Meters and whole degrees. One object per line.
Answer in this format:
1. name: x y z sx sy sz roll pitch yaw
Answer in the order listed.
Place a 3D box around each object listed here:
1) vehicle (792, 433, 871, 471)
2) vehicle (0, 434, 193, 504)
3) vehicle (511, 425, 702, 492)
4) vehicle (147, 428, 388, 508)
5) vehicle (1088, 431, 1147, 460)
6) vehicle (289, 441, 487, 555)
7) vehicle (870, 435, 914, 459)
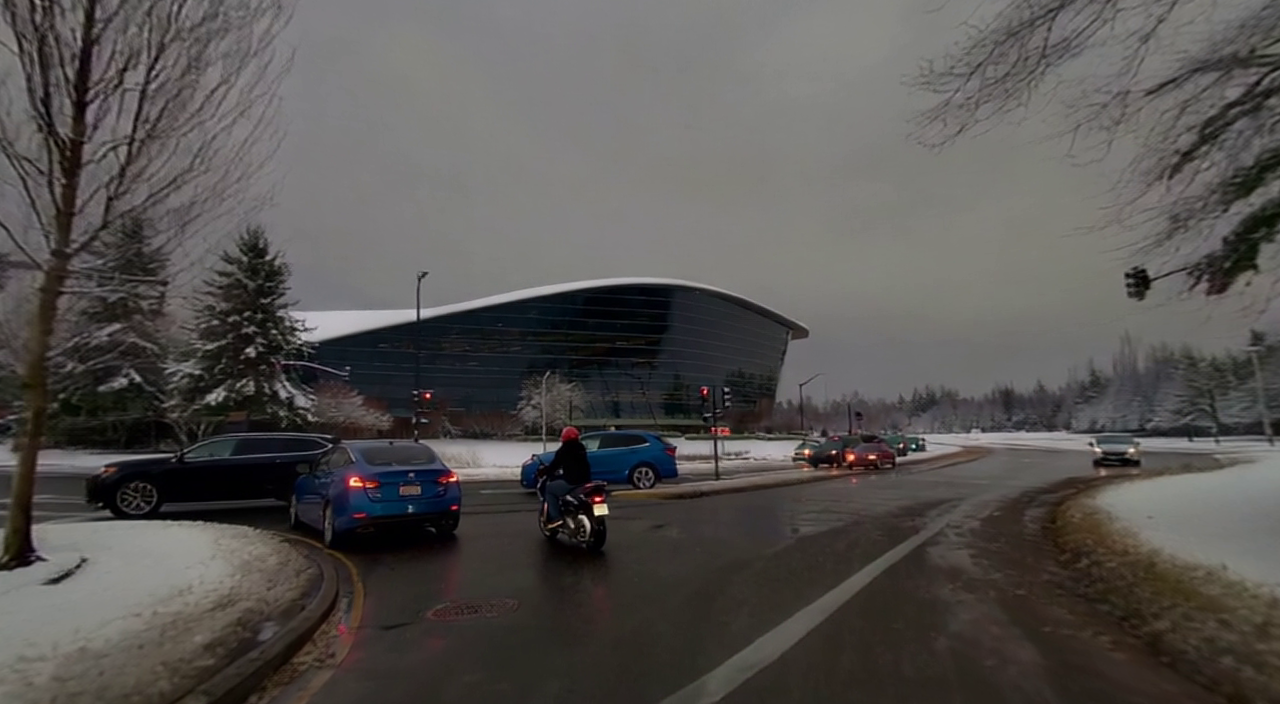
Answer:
1. vehicle: 9.273 4.788 30.334 2.084 1.656 4.583 -7 -10 37
2. vehicle: -14.919 3.117 17.060 4.380 1.727 2.052 -2 -8 12
3. vehicle: -1.093 3.448 20.890 5.833 1.960 2.341 3 -9 -24
4. vehicle: -8.762 2.749 15.117 4.583 1.755 1.936 -1 -8 4
5. vehicle: 26.311 5.150 34.861 1.872 1.467 4.385 -5 -9 28
6. vehicle: -4.350 2.232 10.494 2.009 1.450 4.182 6 -10 -36
7. vehicle: 17.650 6.630 44.060 2.024 1.543 4.028 -6 -10 32
